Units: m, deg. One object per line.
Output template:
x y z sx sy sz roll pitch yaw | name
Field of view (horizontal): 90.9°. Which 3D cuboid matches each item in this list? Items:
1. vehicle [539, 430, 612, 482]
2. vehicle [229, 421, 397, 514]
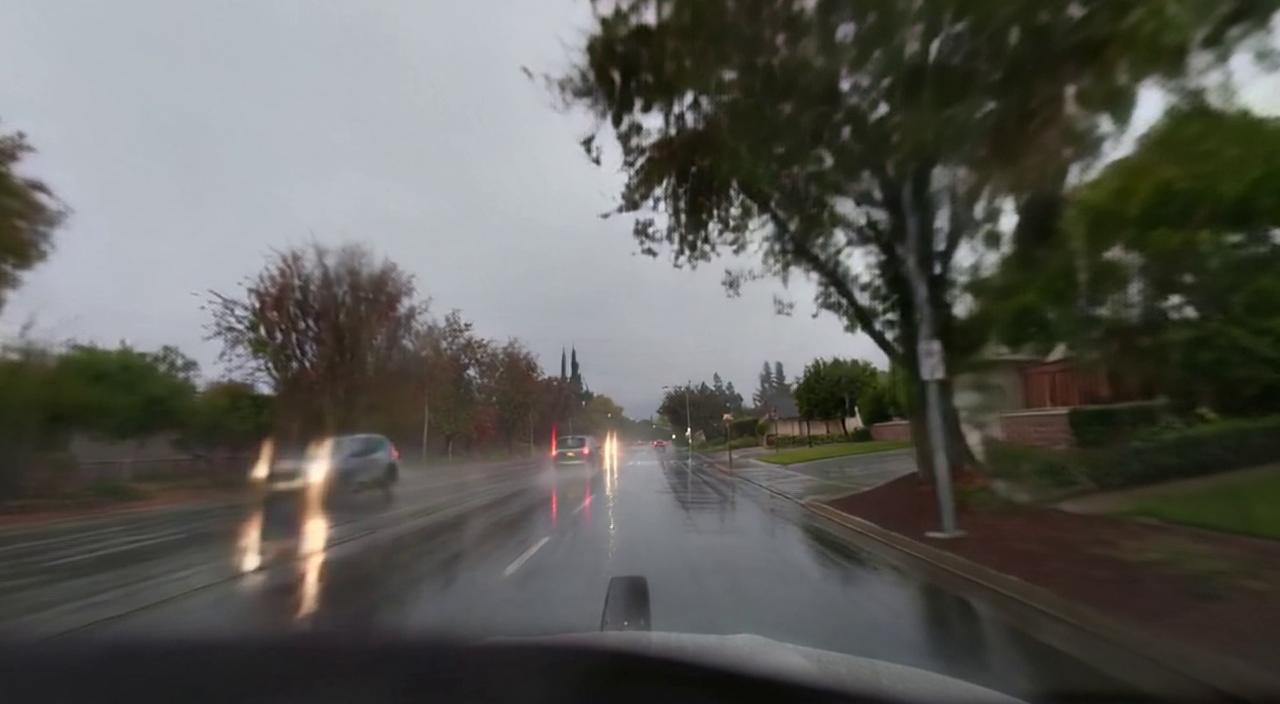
-2.317 3.928 24.054 2.190 1.766 4.394 0 -8 2 | vehicle
-8.497 3.011 16.959 2.159 1.983 4.530 -4 -8 -1 | vehicle
